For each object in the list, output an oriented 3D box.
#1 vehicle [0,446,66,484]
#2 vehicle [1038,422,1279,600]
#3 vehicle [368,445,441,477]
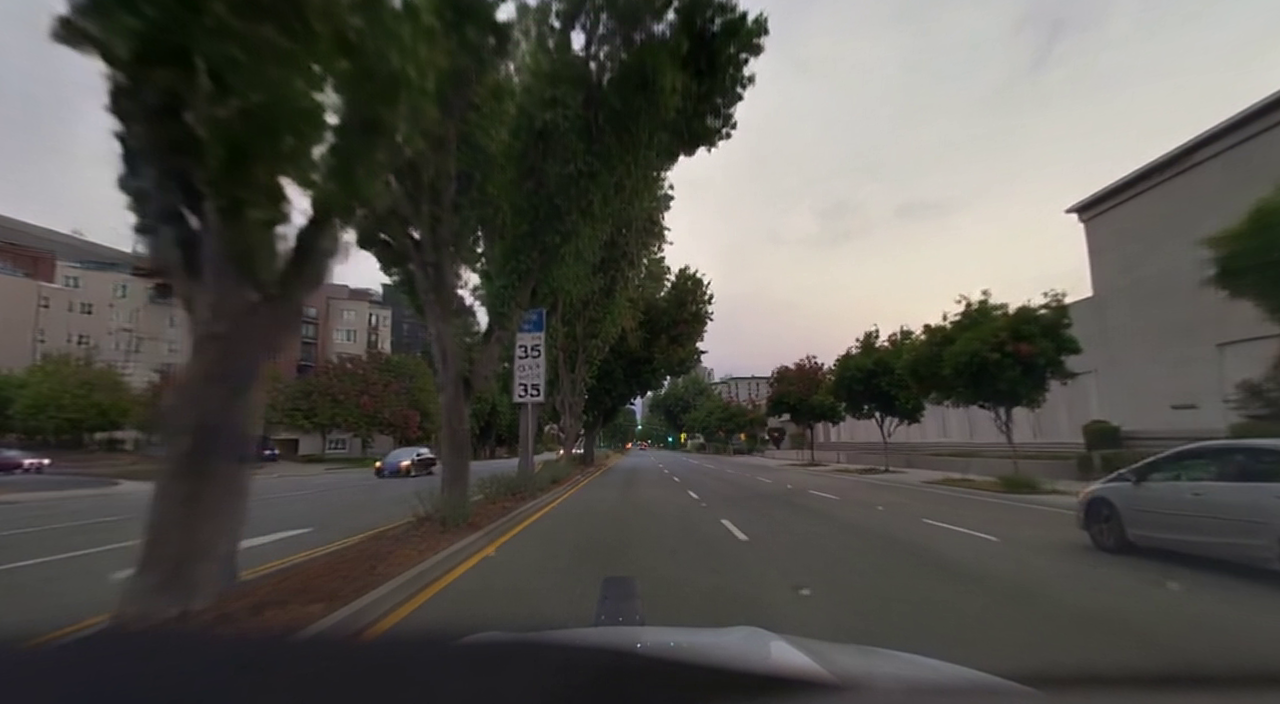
[{"bbox_3d":[-35.726,6.307,35.554,2.083,2.034,5.018,0,-9,-2],"label":"vehicle"},{"bbox_3d":[6.566,1.472,6.116,2.088,1.524,5.085,0,-9,0],"label":"vehicle"},{"bbox_3d":[-12.689,5.882,34.406,2.163,1.576,4.704,0,-9,1],"label":"vehicle"}]
